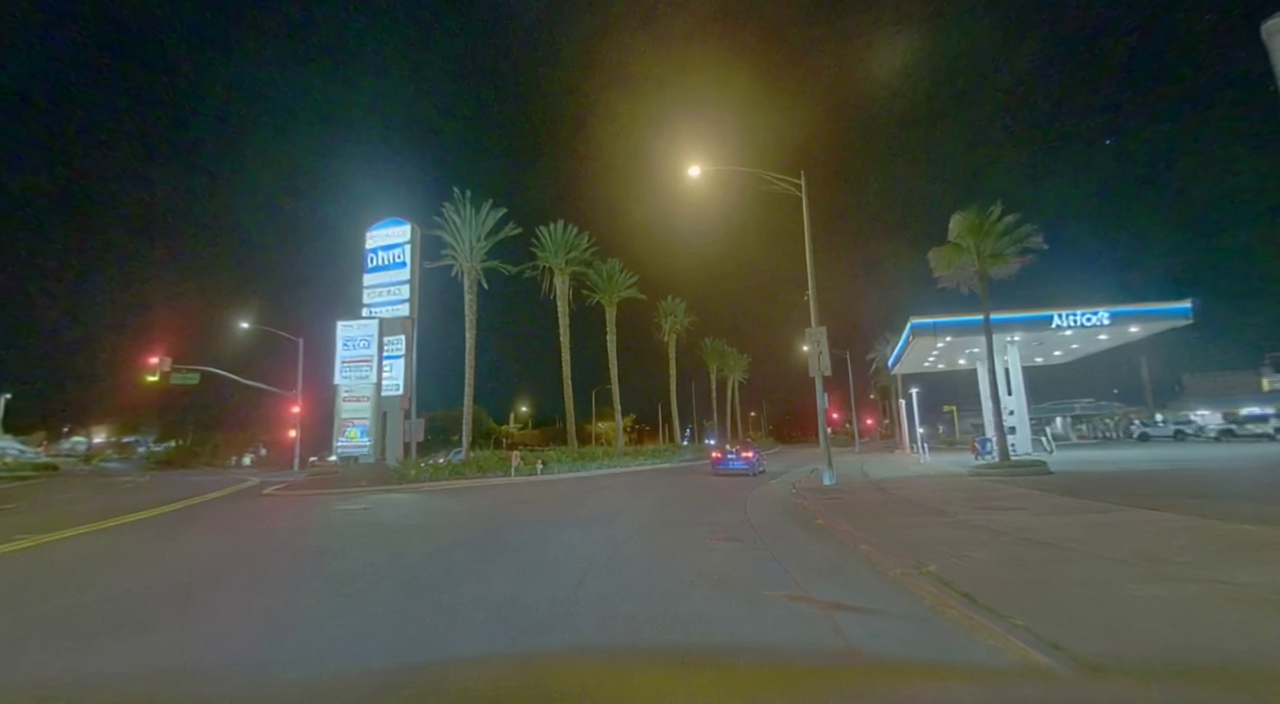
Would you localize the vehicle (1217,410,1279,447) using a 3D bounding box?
[{"bbox_3d":[35.911,4.192,35.383,4.464,1.655,2.011,-10,-15,22],"label":"vehicle"}]

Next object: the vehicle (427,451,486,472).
[{"bbox_3d":[-13.753,8.217,47.495,1.825,1.441,4.656,-3,-9,20],"label":"vehicle"}]

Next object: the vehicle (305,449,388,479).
[{"bbox_3d":[-17.348,6.616,37.427,1.884,1.651,4.330,-3,-9,20],"label":"vehicle"}]

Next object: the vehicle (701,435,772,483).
[{"bbox_3d":[3.564,3.794,22.633,2.050,1.509,4.148,-2,-9,15],"label":"vehicle"}]
